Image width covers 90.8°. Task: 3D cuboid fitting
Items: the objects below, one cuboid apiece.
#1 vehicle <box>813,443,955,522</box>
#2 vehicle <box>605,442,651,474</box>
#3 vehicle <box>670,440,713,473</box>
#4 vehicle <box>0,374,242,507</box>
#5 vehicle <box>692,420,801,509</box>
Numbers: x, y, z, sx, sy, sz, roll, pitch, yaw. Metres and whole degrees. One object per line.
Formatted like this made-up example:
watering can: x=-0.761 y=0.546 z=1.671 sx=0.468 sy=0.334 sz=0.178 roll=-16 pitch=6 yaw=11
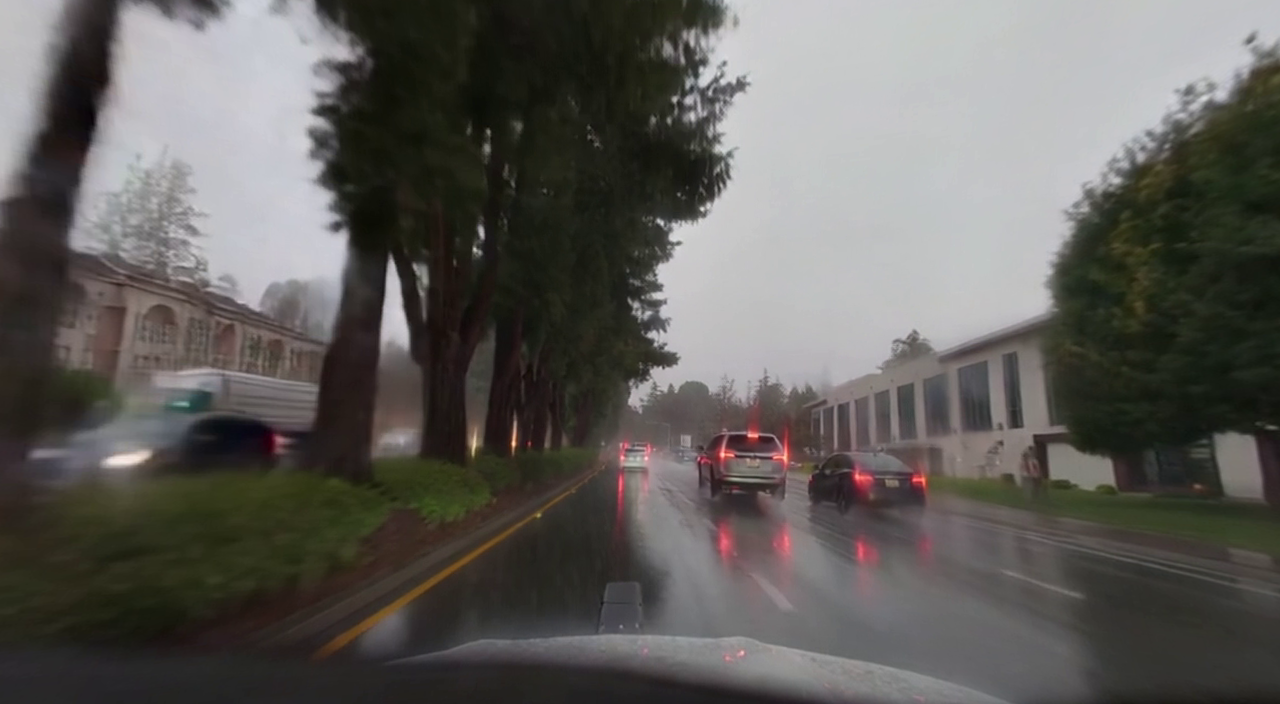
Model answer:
vehicle: x=6.199 y=3.326 z=16.688 sx=1.913 sy=1.777 sz=4.269 roll=0 pitch=-9 yaw=-2
vehicle: x=-0.591 y=5.200 z=31.169 sx=2.119 sy=1.460 sz=3.847 roll=0 pitch=-9 yaw=-1
vehicle: x=2.755 y=5.745 z=34.963 sx=1.922 sy=1.708 sz=4.126 roll=0 pitch=-9 yaw=-2
vehicle: x=-9.424 y=1.558 z=11.007 sx=1.895 sy=1.816 sz=4.636 roll=0 pitch=-9 yaw=0
vehicle: x=2.717 y=2.981 z=17.108 sx=2.035 sy=1.940 sz=4.299 roll=4 pitch=-9 yaw=-1
